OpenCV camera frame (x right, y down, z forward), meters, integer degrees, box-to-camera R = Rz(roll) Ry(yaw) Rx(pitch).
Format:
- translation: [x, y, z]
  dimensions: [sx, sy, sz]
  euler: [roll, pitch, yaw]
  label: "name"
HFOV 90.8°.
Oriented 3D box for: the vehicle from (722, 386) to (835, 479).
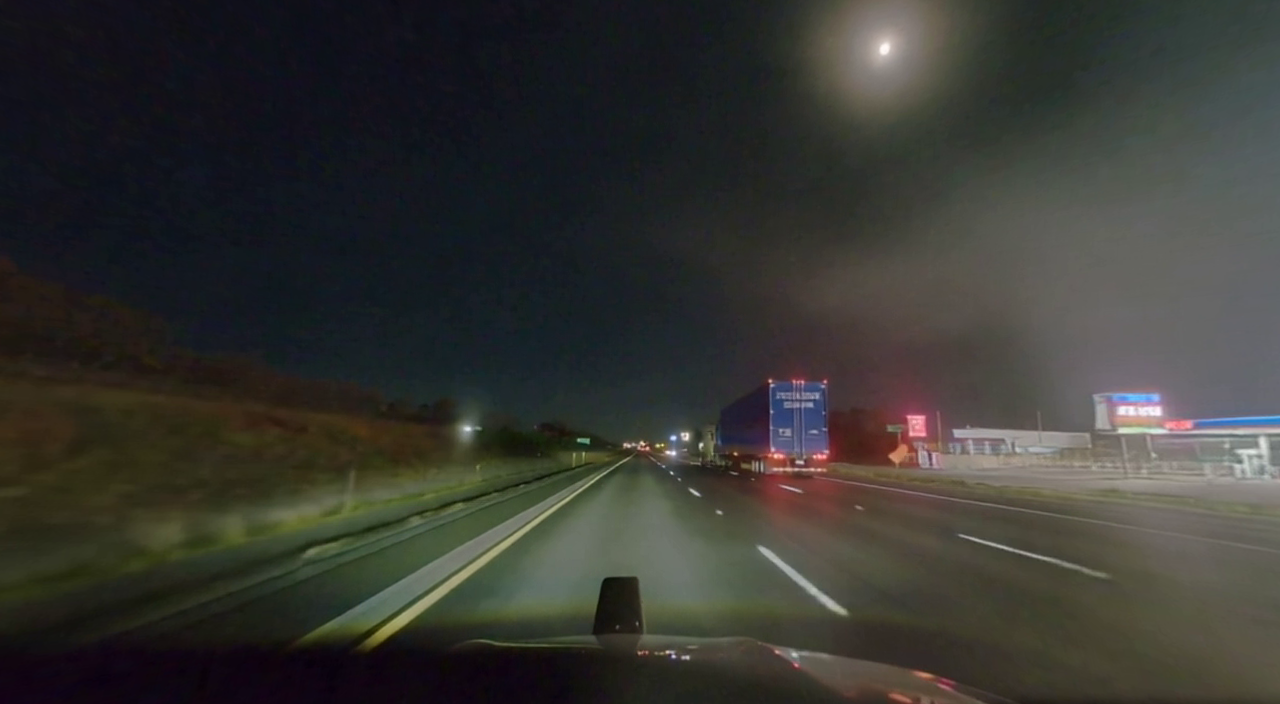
- translation: [7.265, 4.797, 36.369]
  dimensions: [2.912, 4.153, 15.866]
  euler: [0, -9, 0]
  label: "vehicle"
